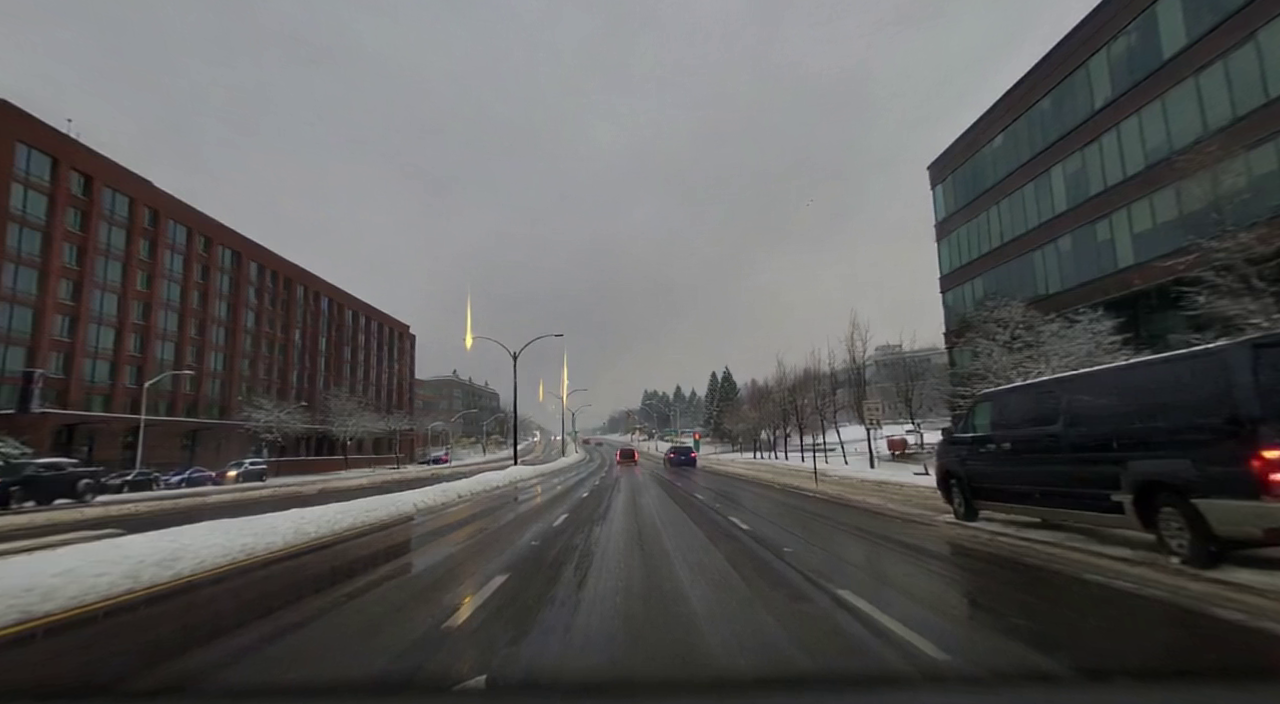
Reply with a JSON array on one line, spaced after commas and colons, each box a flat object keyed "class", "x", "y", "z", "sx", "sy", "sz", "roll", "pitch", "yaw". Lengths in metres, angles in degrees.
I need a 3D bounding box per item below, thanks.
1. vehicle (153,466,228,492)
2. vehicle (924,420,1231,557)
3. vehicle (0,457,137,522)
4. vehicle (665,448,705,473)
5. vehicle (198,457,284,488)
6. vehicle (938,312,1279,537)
[{"class": "vehicle", "x": -29.658, "y": 8.383, "z": 41.869, "sx": 1.742, "sy": 1.473, "sz": 4.529, "roll": 0, "pitch": -8, "yaw": -2}, {"class": "vehicle", "x": 6.667, "y": 2.091, "z": 10.455, "sx": 2.017, "sy": 1.743, "sz": 4.453, "roll": -1, "pitch": -8, "yaw": 3}, {"class": "vehicle", "x": -19.120, "y": 4.339, "z": 20.425, "sx": 2.007, "sy": 1.735, "sz": 4.384, "roll": -1, "pitch": -8, "yaw": 1}, {"class": "vehicle", "x": 2.894, "y": 7.108, "z": 41.524, "sx": 2.090, "sy": 1.506, "sz": 4.382, "roll": 0, "pitch": -8, "yaw": -3}, {"class": "vehicle", "x": -29.767, "y": 8.972, "z": 47.496, "sx": 2.474, "sy": 1.971, "sz": 6.358, "roll": 0, "pitch": -8, "yaw": -2}, {"class": "vehicle", "x": 12.169, "y": 1.874, "z": 15.572, "sx": 3.113, "sy": 3.594, "sz": 14.349, "roll": -5, "pitch": -9, "yaw": 2}]
